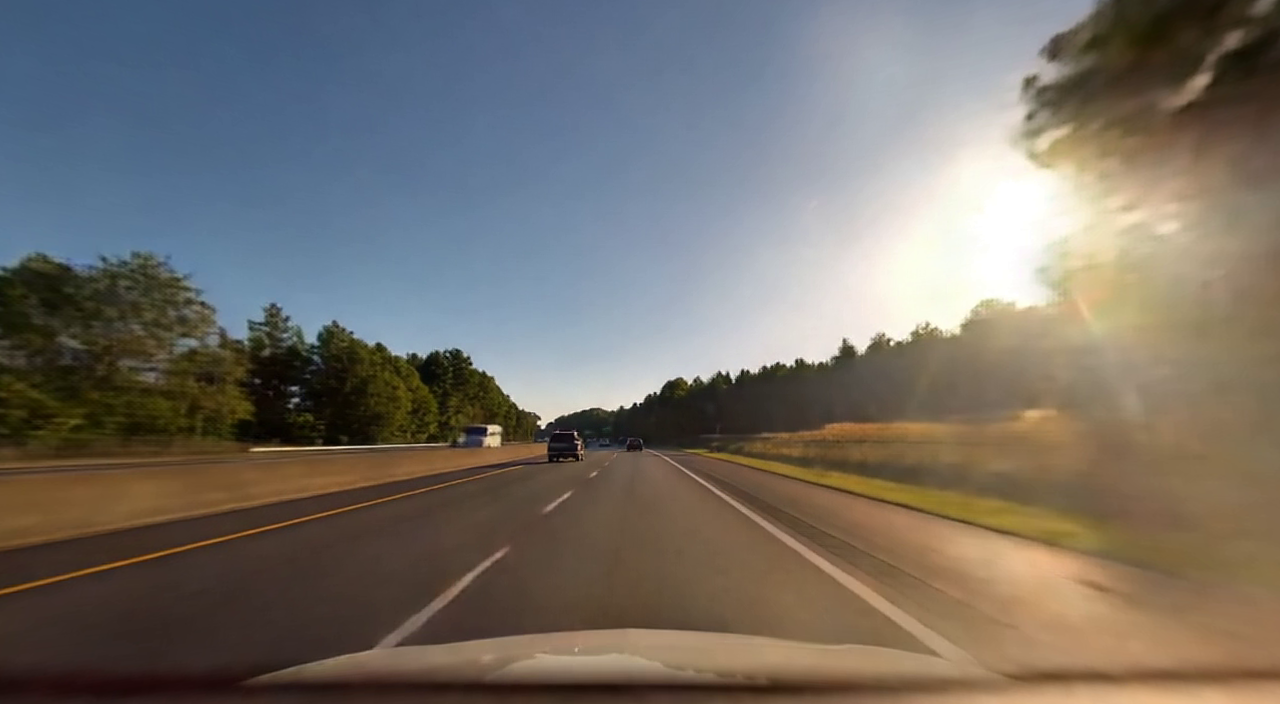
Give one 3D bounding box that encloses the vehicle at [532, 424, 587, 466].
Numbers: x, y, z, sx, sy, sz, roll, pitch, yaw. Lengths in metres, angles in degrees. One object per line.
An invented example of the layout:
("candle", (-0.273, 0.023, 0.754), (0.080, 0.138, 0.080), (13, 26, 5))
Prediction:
("vehicle", (-4.102, 4.845, 32.924), (2.241, 2.034, 4.890), (0, -8, -1))
